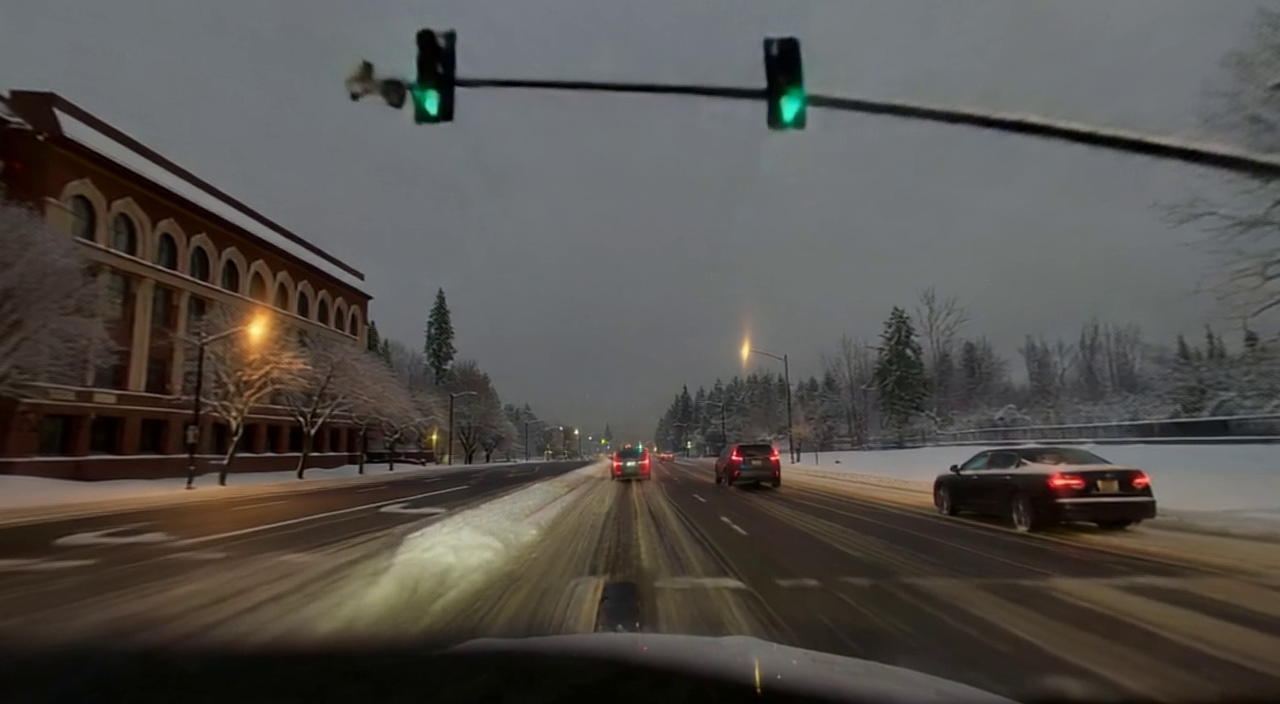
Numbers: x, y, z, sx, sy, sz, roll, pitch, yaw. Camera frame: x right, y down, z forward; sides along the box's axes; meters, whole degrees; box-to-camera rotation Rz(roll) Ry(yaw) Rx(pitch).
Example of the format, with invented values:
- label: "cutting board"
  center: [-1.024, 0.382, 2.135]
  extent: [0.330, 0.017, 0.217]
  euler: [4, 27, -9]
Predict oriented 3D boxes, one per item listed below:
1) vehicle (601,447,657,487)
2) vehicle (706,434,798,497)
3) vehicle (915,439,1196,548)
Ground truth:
- label: "vehicle"
  center: [-0.434, 4.499, 25.114]
  extent: [2.054, 1.446, 3.969]
  euler: [0, -8, -1]
- label: "vehicle"
  center: [3.440, 3.578, 20.296]
  extent: [2.036, 1.757, 4.300]
  euler: [0, -8, -1]
- label: "vehicle"
  center: [6.677, 2.268, 10.899]
  extent: [1.868, 1.472, 4.274]
  euler: [0, -8, -1]
